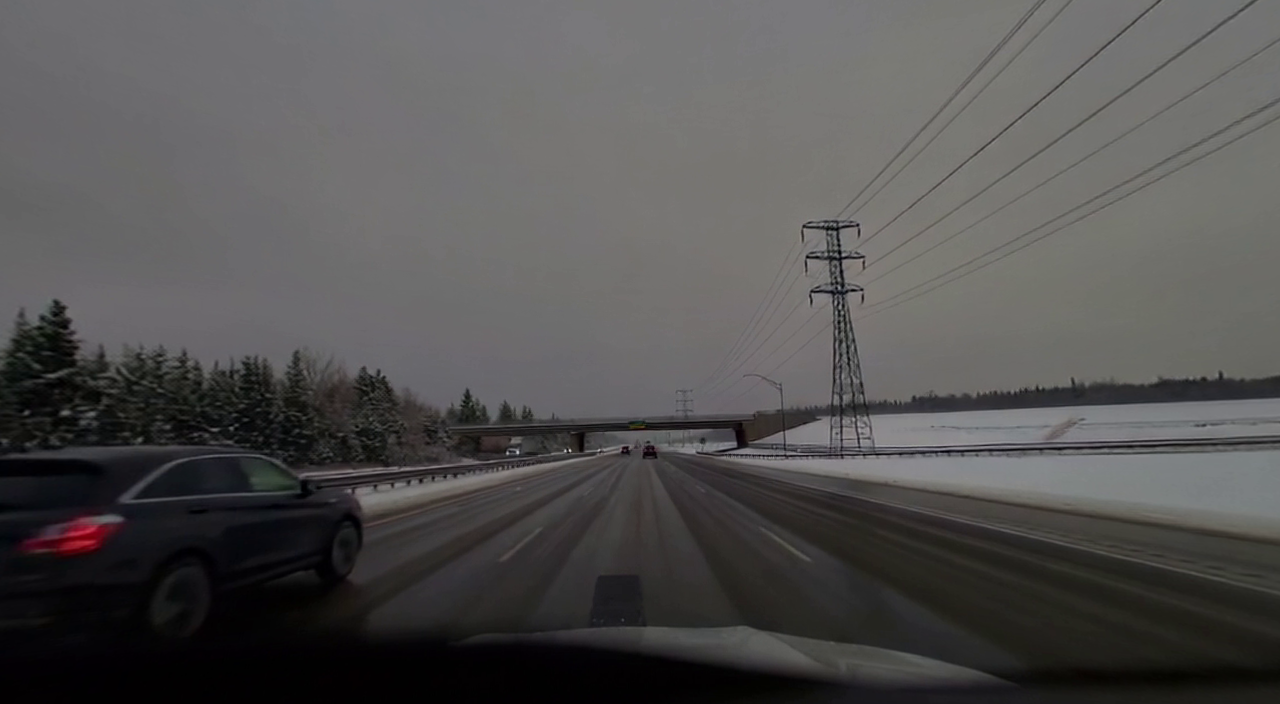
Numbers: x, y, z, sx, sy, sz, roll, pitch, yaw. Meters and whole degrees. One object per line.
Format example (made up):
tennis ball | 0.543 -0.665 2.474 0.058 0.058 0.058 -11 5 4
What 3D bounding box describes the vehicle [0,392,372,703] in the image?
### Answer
vehicle | -3.846 1.243 4.575 1.924 1.550 4.165 0 -9 0
